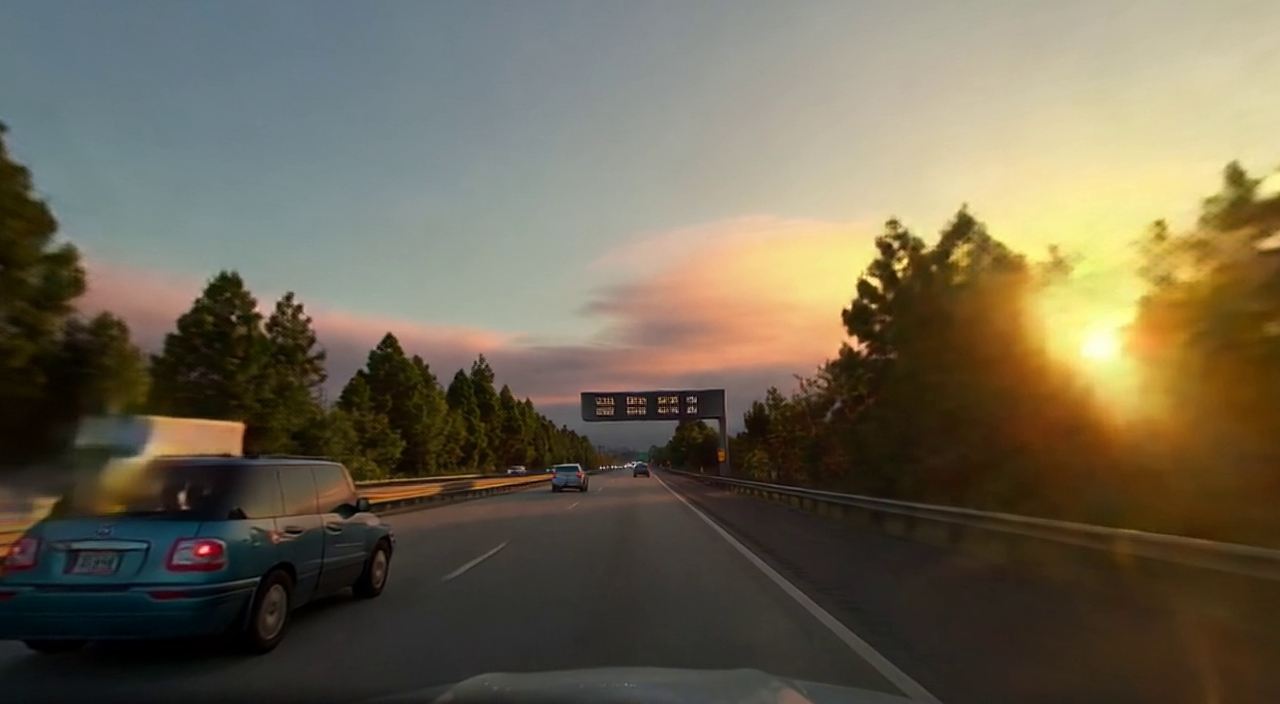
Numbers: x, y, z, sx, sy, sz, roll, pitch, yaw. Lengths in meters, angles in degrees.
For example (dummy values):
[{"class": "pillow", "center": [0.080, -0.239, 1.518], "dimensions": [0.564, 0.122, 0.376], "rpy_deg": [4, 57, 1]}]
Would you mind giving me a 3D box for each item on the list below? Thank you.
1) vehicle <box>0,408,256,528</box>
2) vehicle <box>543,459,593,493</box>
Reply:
[{"class": "vehicle", "center": [-17.452, 4.079, 22.307], "dimensions": [2.776, 3.469, 7.357], "rpy_deg": [0, -10, 1]}, {"class": "vehicle", "center": [-3.701, 6.492, 33.132], "dimensions": [2.081, 1.586, 4.245], "rpy_deg": [0, -10, 1]}]
